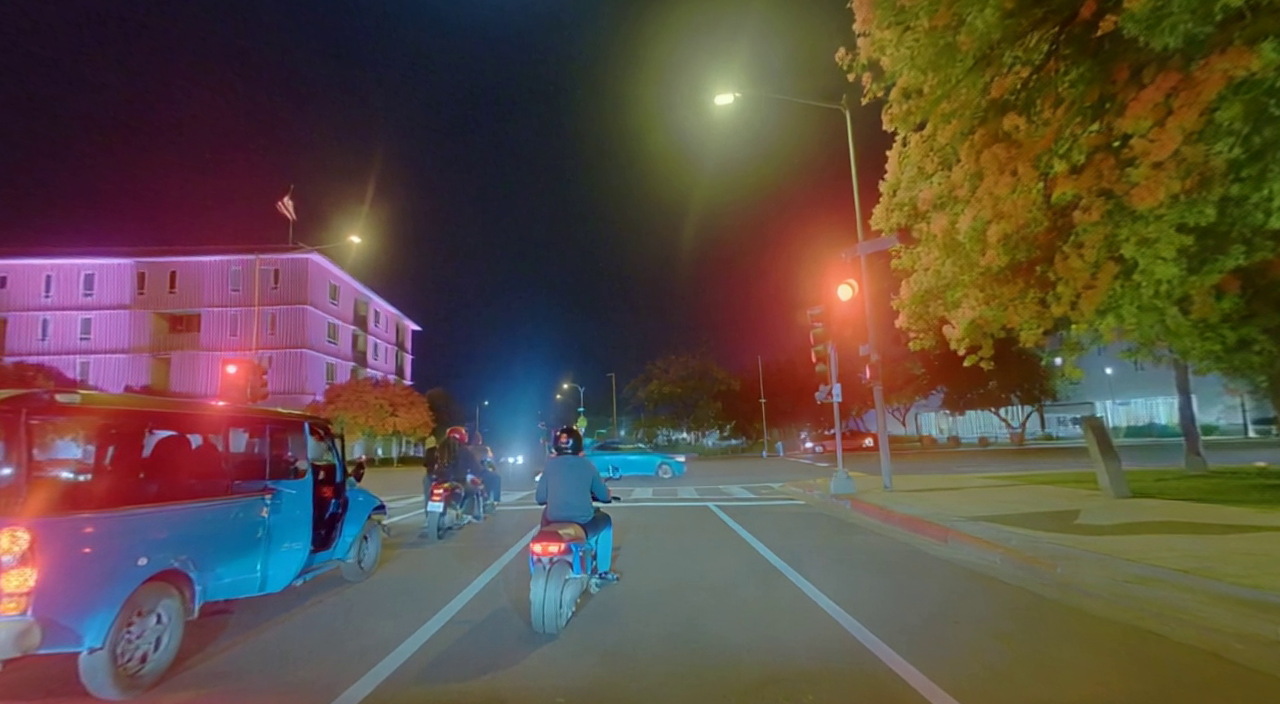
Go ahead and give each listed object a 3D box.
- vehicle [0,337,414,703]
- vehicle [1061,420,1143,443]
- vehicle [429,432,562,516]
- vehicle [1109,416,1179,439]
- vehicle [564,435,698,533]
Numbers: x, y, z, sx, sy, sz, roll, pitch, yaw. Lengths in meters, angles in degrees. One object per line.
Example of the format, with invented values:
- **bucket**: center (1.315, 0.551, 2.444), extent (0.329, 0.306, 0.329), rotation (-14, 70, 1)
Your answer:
- **vehicle**: center (-3.579, 1.166, 4.612), extent (2.000, 1.809, 4.855), rotation (0, -9, 0)
- **vehicle**: center (30.830, 5.332, 42.105), extent (1.751, 1.420, 4.027), rotation (8, -12, -43)
- **vehicle**: center (-3.093, 2.711, 14.449), extent (1.935, 1.615, 4.073), rotation (-1, -9, 2)
- **vehicle**: center (37.086, 5.600, 46.415), extent (1.716, 1.543, 3.682), rotation (8, -12, -41)
- **vehicle**: center (-0.102, 2.305, 11.620), extent (2.025, 1.458, 4.085), rotation (-1, -9, 1)
